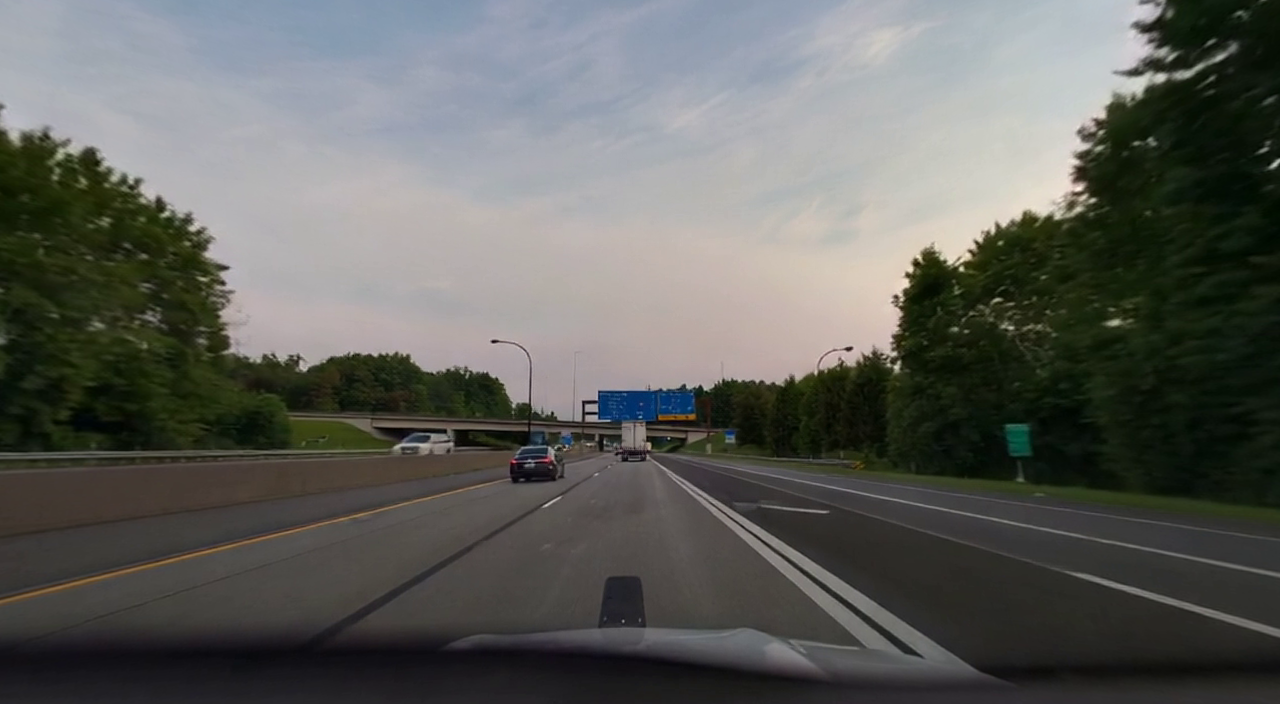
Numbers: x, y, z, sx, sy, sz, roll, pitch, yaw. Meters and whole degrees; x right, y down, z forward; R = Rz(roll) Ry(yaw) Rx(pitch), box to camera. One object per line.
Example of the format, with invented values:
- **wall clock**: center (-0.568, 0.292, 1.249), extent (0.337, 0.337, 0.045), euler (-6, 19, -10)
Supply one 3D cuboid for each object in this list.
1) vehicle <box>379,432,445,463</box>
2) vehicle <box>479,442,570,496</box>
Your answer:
- **vehicle**: center (-12.402, 5.282, 34.642), extent (1.959, 1.556, 4.499), euler (0, -9, -1)
- **vehicle**: center (-3.561, 3.701, 20.313), extent (2.042, 1.526, 4.516), euler (0, -9, 0)
